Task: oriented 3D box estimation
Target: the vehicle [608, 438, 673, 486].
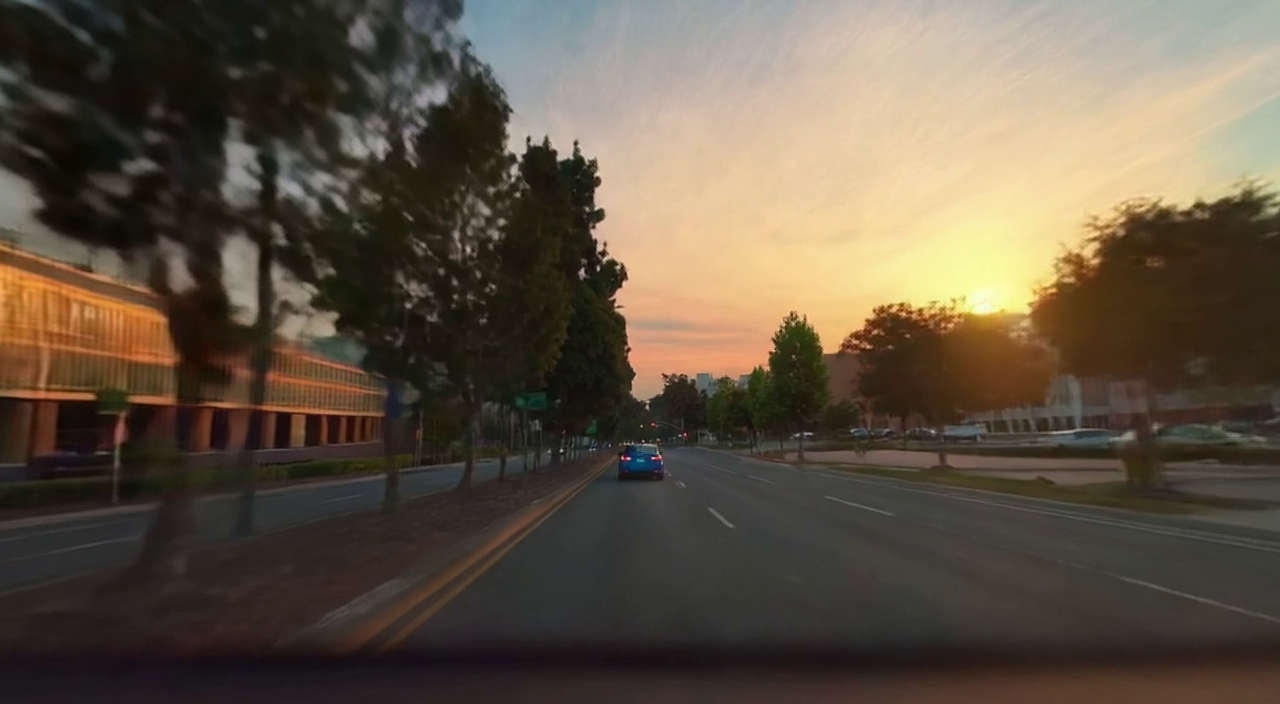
[{"bbox_3d":[-0.011,3.816,22.343,2.042,1.479,4.601,0,-8,-1],"label":"vehicle"}]
